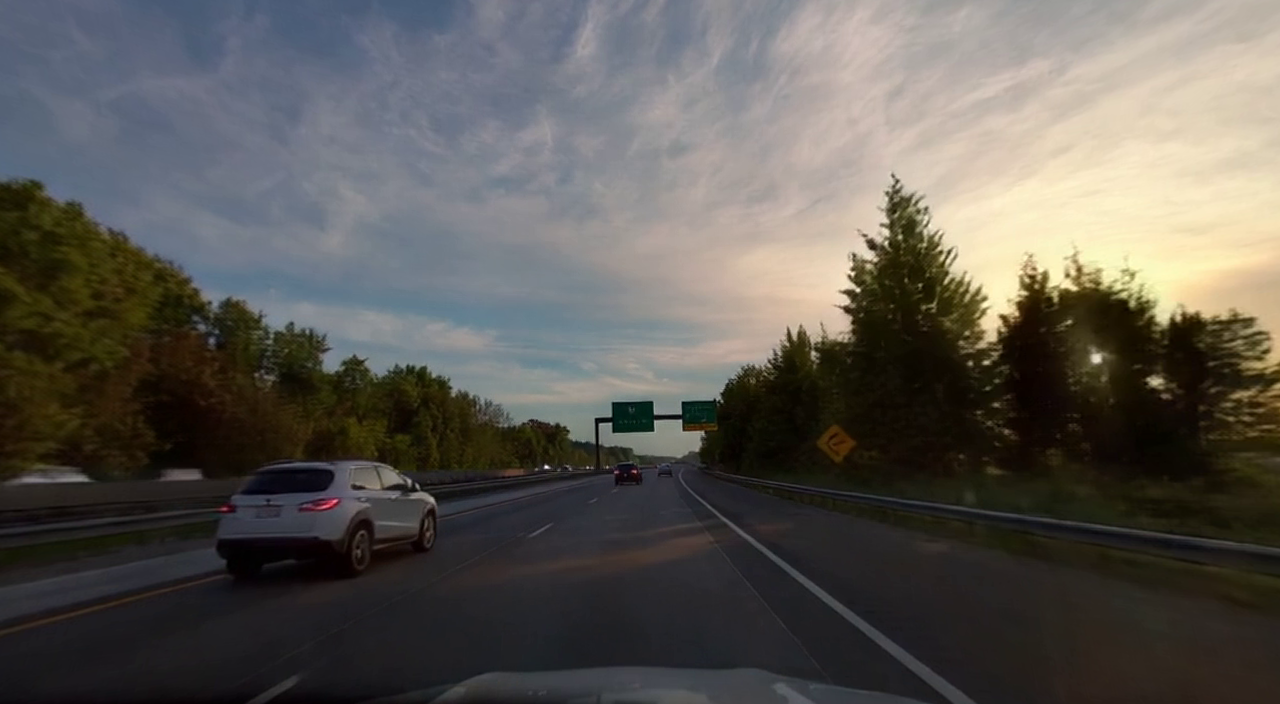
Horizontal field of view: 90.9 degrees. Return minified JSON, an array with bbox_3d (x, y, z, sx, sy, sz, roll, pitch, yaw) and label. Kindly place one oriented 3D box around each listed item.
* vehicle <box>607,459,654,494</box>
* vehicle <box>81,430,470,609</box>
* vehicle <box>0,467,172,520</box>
[{"bbox_3d":[-0.404,6.289,31.907,2.000,1.594,3.996,0,-11,4],"label":"vehicle"},{"bbox_3d":[-3.948,1.946,8.127,2.063,1.556,4.740,1,-10,2],"label":"vehicle"},{"bbox_3d":[-17.852,4.456,20.239,1.993,1.456,4.555,1,-10,2],"label":"vehicle"}]
